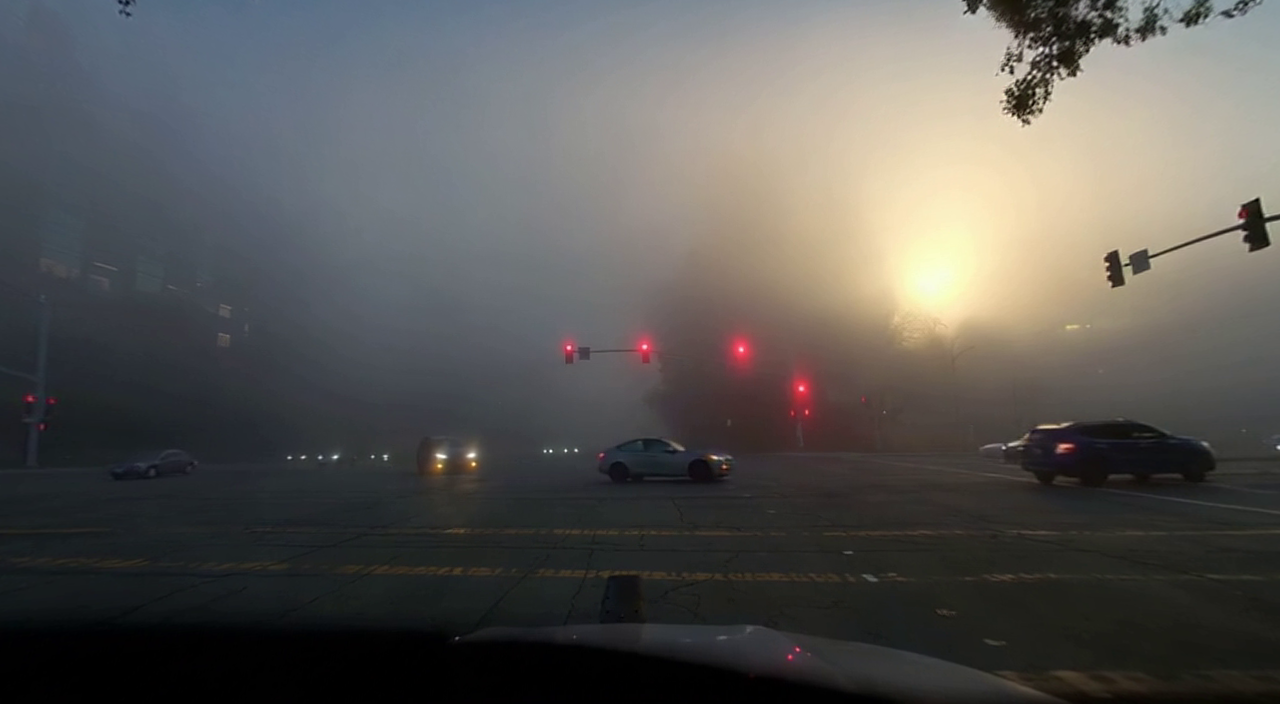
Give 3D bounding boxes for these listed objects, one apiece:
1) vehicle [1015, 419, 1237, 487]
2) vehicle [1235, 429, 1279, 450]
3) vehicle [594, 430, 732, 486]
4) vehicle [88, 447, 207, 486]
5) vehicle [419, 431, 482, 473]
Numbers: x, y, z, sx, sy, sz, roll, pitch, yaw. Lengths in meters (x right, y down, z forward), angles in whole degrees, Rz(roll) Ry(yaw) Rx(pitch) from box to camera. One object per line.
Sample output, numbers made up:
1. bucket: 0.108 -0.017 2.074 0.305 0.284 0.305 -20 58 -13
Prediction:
1. vehicle: 14.302 3.001 18.888 4.767 1.877 2.017 -1 -9 5
2. vehicle: 45.673 6.282 45.248 1.786 1.412 4.330 0 -9 0
3. vehicle: 0.746 3.515 21.152 4.180 1.678 1.982 -5 -10 29
4. vehicle: -22.957 5.302 29.723 1.938 1.676 4.483 0 -9 0
5. vehicle: -9.898 5.133 32.659 2.223 1.972 5.310 4 -9 -25
